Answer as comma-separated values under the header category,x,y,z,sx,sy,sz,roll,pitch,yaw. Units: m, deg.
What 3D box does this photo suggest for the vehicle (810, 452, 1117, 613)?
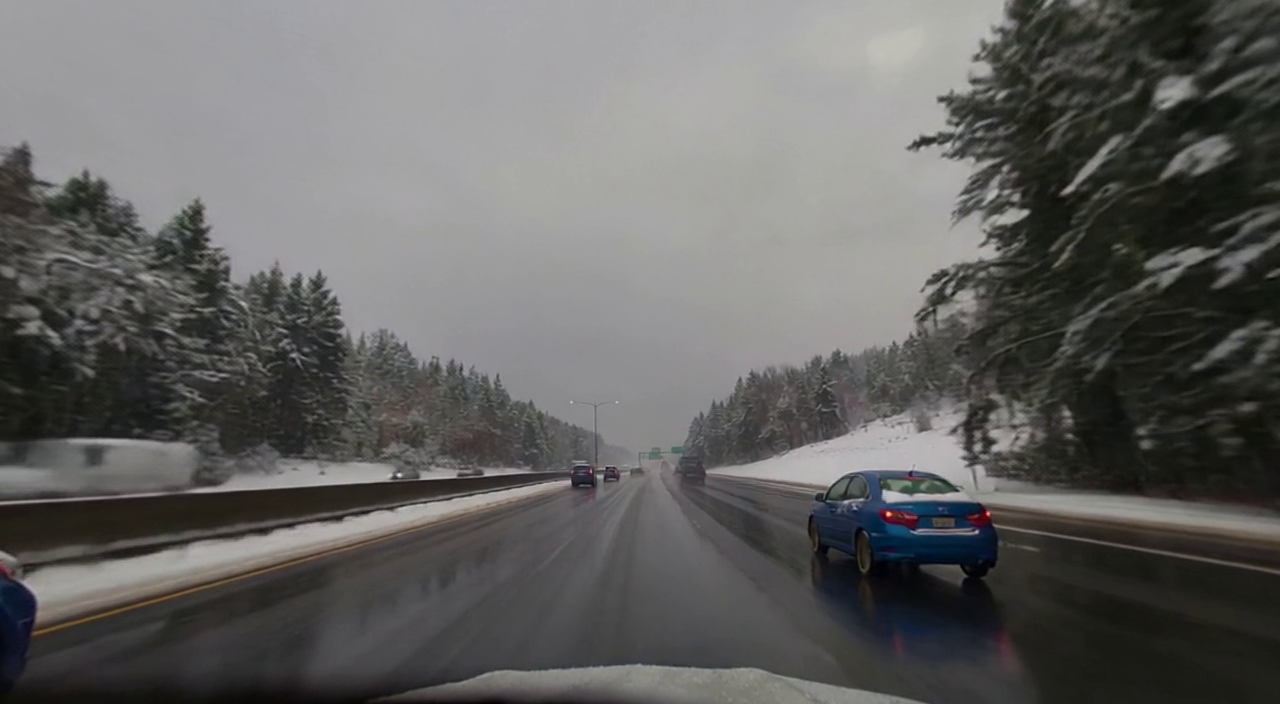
category,x,y,z,sx,sy,sz,roll,pitch,yaw
vehicle,3.756,2.156,8.253,1.938,1.561,3.786,1,-10,-1

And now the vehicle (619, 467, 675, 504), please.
category,x,y,z,sx,sy,sz,roll,pitch,yaw
vehicle,0.301,5.758,27.392,2.241,1.425,3.973,1,-10,1

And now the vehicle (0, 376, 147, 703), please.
category,x,y,z,sx,sy,sz,roll,pitch,yaw
vehicle,-3.971,0.681,1.493,1.999,1.659,4.340,1,-10,0

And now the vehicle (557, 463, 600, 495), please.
category,x,y,z,sx,sy,sz,roll,pitch,yaw
vehicle,-3.593,7.530,37.569,2.021,1.706,4.247,0,-10,1
